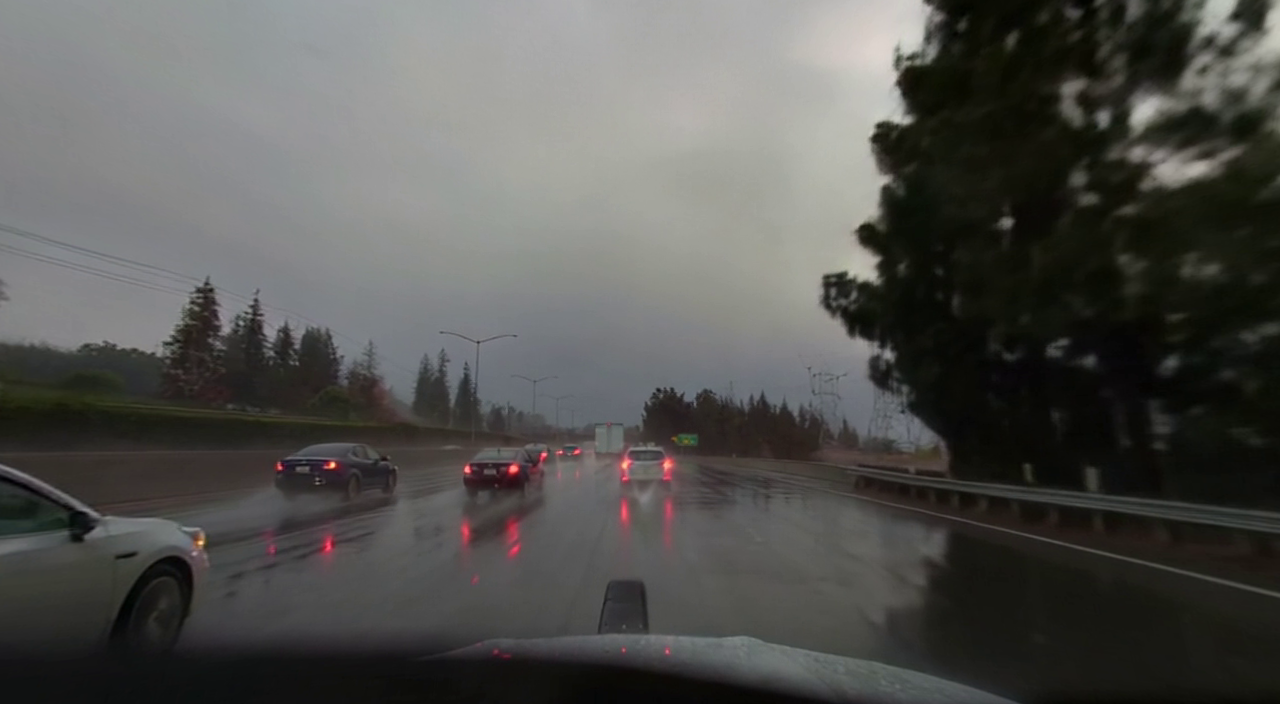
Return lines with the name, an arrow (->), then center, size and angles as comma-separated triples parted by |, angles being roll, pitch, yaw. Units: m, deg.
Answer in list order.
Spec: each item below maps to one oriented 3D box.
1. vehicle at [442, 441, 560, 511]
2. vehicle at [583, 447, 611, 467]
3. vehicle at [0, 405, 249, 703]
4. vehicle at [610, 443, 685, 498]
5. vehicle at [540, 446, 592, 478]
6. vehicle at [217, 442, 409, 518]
vehicle -> -3.215, 2.948, 15.495 | 1.912, 1.464, 4.115 | 0, -9, 1
vehicle -> -3.146, 7.726, 46.515 | 1.840, 1.439, 3.687 | 0, -9, 0
vehicle -> -3.690, 0.905, 2.148 | 1.883, 1.500, 4.373 | 0, -9, 0
vehicle -> 0.172, 3.548, 19.367 | 2.018, 1.470, 4.491 | 0, -9, -1
vehicle -> -3.480, 5.256, 30.339 | 2.013, 1.437, 3.801 | 0, -9, 0
vehicle -> -7.111, 2.797, 14.392 | 1.867, 1.445, 4.499 | 0, -9, 1
